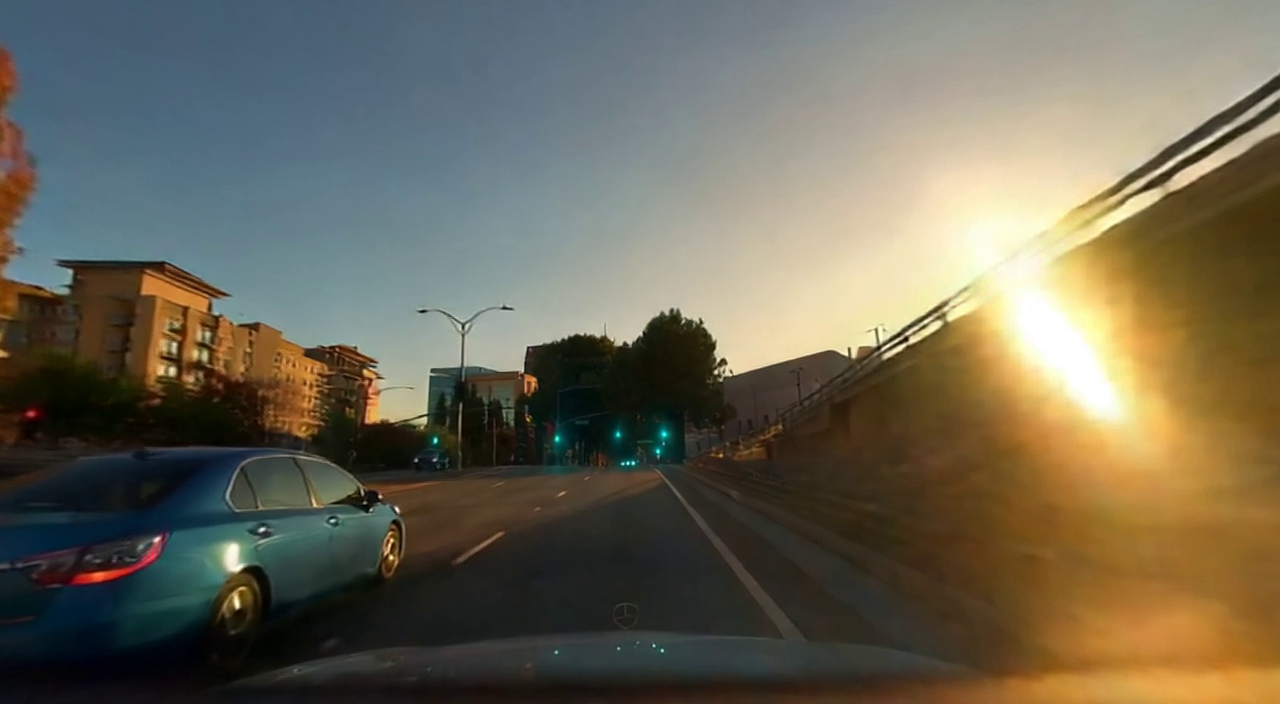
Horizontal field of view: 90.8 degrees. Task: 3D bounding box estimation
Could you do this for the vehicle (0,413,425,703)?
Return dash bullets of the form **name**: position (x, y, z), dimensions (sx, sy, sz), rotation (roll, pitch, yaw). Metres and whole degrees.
- **vehicle**: position (-3.252, 1.269, 4.351), dimensions (2.041, 1.470, 4.290), rotation (0, -8, 0)
